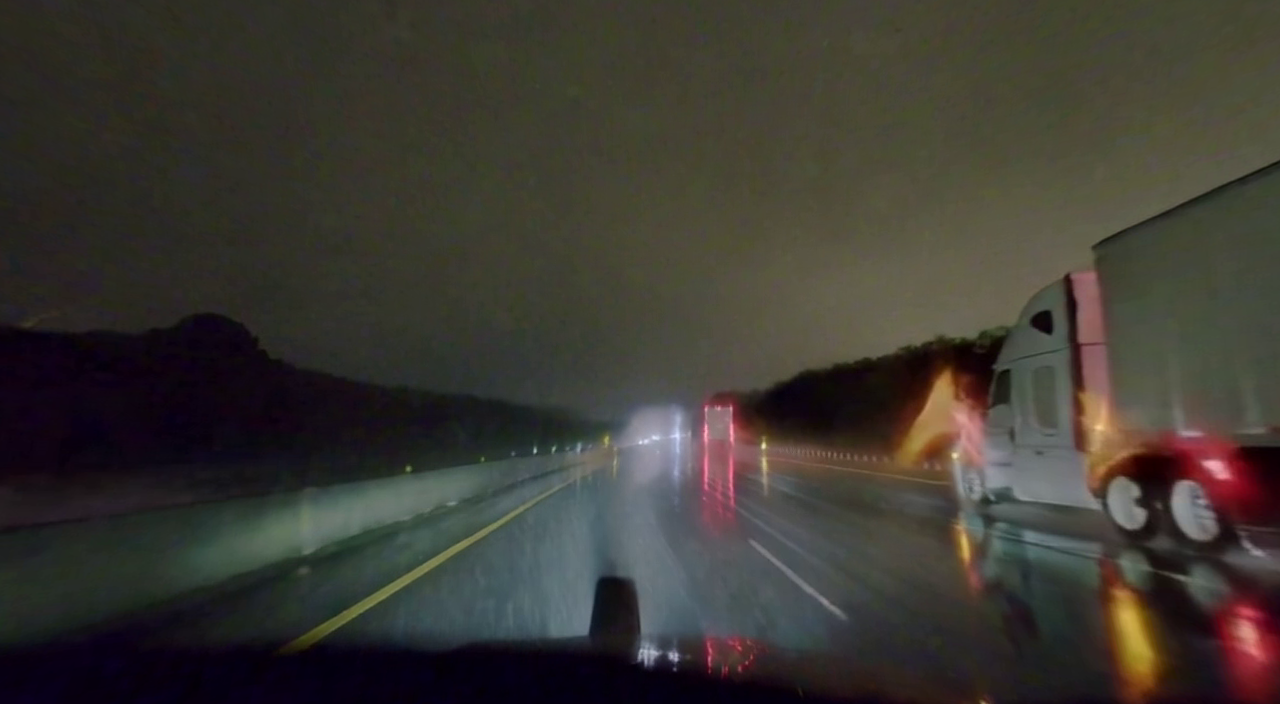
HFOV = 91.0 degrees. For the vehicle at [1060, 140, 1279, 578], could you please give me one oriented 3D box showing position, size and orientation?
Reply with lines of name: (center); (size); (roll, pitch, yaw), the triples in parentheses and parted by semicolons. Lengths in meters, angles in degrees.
vehicle: (7.504, -0.538, 1.757); (2.885, 4.075, 13.981); (0, -8, -1)
